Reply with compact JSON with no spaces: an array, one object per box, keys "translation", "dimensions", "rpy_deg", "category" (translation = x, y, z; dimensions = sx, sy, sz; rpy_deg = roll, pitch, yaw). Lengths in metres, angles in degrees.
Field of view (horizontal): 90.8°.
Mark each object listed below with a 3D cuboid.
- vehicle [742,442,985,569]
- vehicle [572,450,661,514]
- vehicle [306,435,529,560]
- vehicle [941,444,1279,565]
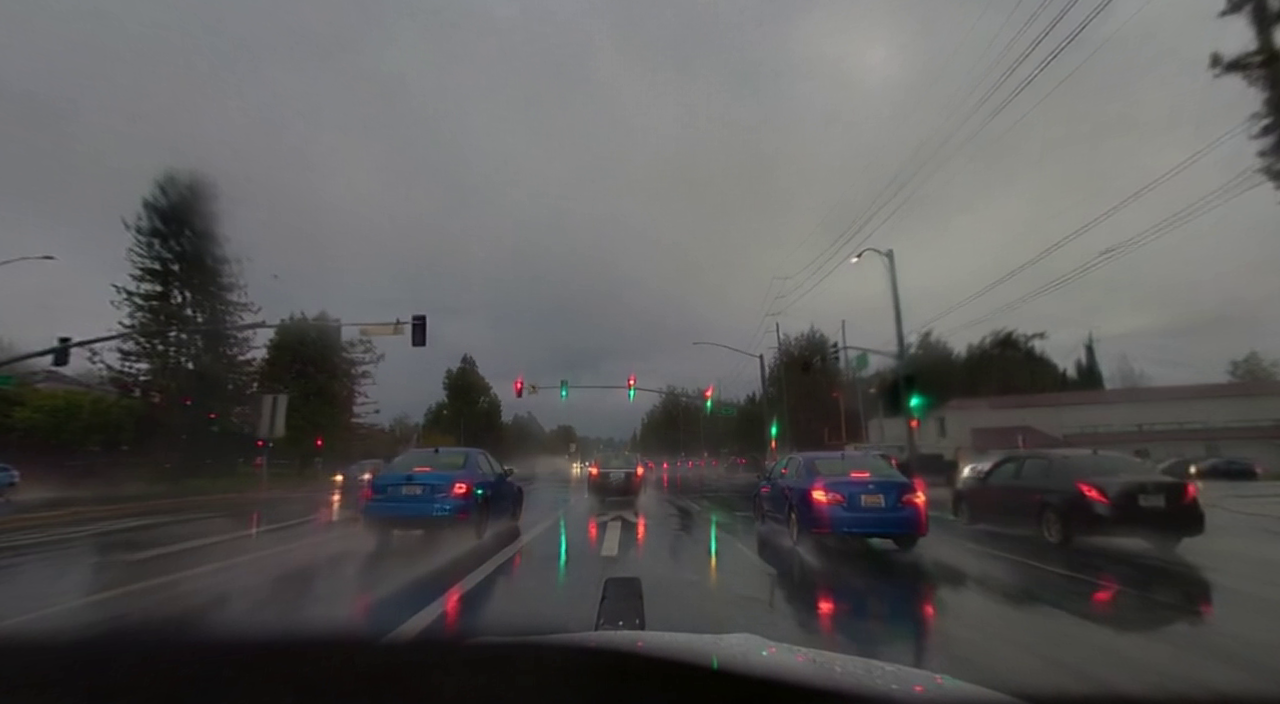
[{"translation":[3.056,2.185,9.865],"dimensions":[2.053,1.490,4.464],"rpy_deg":[0,-9,-2],"category":"vehicle"},{"translation":[-0.555,3.344,16.792],"dimensions":[2.065,1.464,4.216],"rpy_deg":[0,-9,0],"category":"vehicle"},{"translation":[-3.283,2.229,10.441],"dimensions":[2.073,1.606,4.364],"rpy_deg":[0,-9,0],"category":"vehicle"},{"translation":[6.872,2.209,9.997],"dimensions":[2.004,1.455,4.417],"rpy_deg":[0,-9,-1],"category":"vehicle"}]
